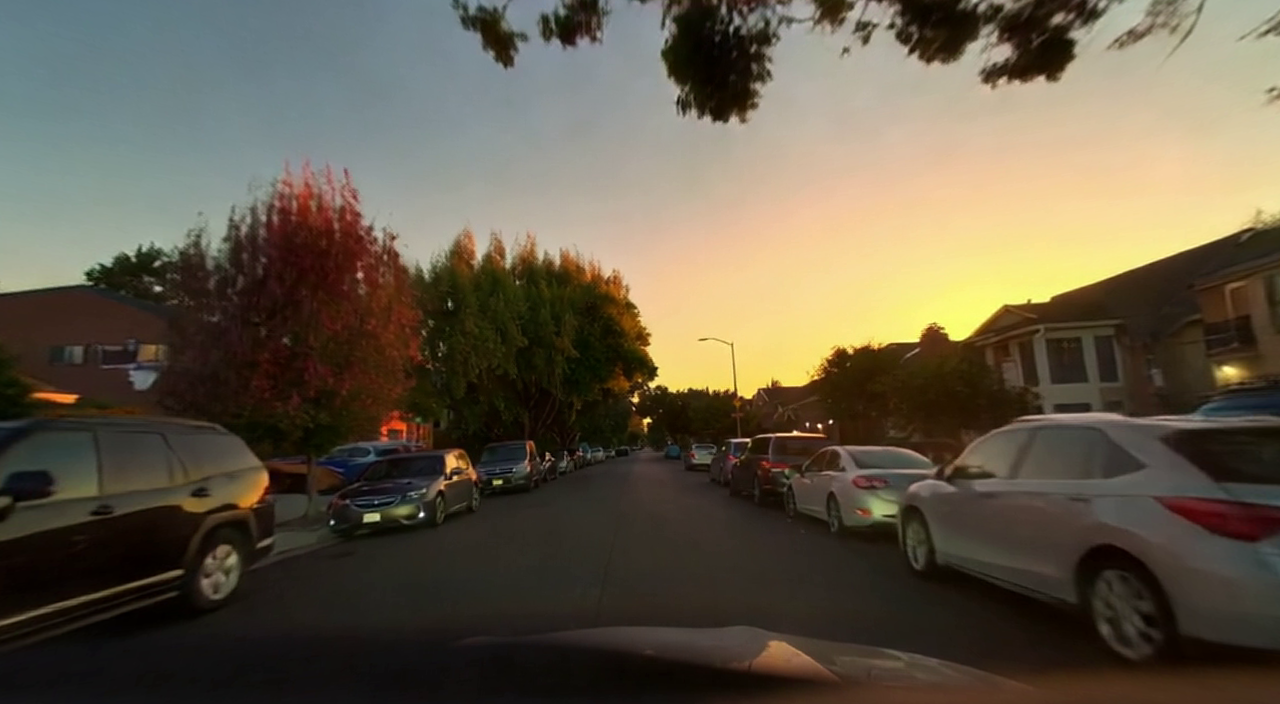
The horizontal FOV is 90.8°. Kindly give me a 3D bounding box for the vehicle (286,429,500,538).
[{"bbox_3d":[-5.046,2.770,14.124,2.683,1.923,5.421,0,-9,-1],"label":"vehicle"}]

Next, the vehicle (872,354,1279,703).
[{"bbox_3d":[3.704,1.207,4.952,1.994,1.710,4.699,0,-9,0],"label":"vehicle"}]

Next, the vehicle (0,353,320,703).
[{"bbox_3d":[-5.054,1.247,4.855,2.390,2.123,5.371,0,-9,-1],"label":"vehicle"}]
